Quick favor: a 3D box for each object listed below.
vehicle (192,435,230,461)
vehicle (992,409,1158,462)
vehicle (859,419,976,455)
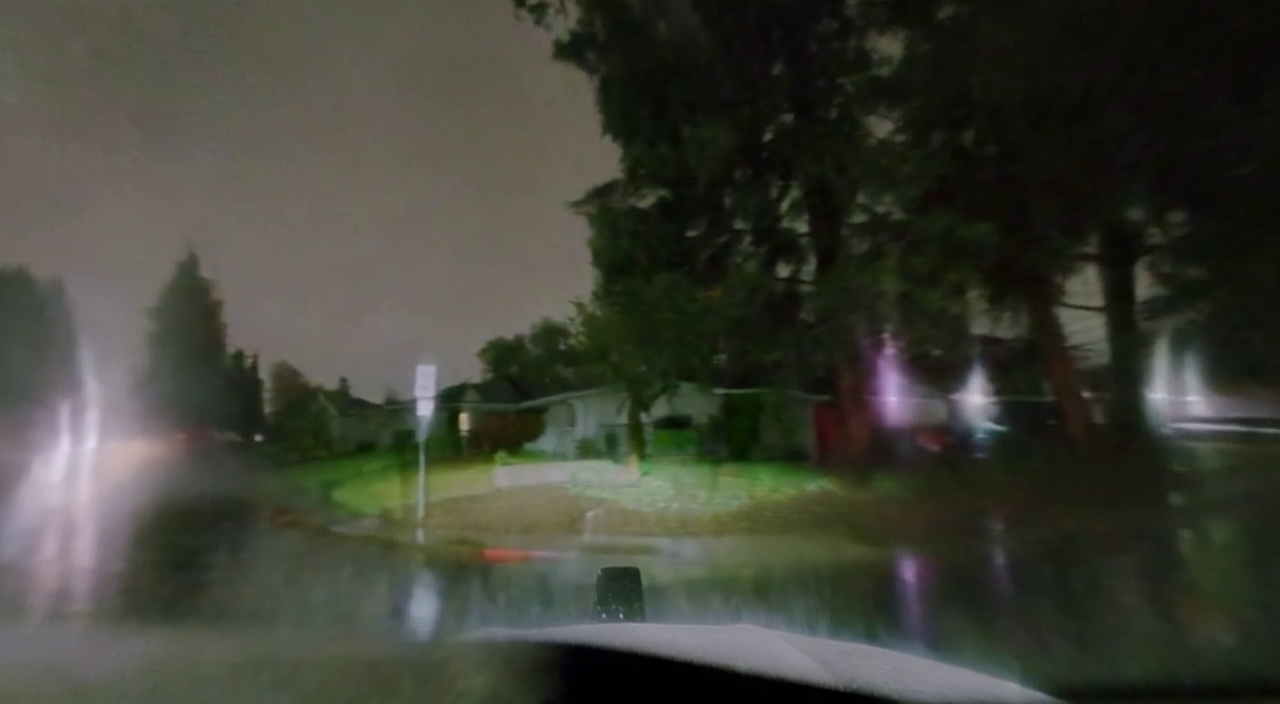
[{"bbox_3d":[-30.018,6.691,44.136,2.018,1.665,4.226,6,-10,-35],"label":"vehicle"},{"bbox_3d":[15.915,3.126,23.387,1.918,1.745,4.559,6,-10,-36],"label":"vehicle"},{"bbox_3d":[12.513,3.897,28.766,1.855,1.470,4.531,6,-10,-34],"label":"vehicle"}]
